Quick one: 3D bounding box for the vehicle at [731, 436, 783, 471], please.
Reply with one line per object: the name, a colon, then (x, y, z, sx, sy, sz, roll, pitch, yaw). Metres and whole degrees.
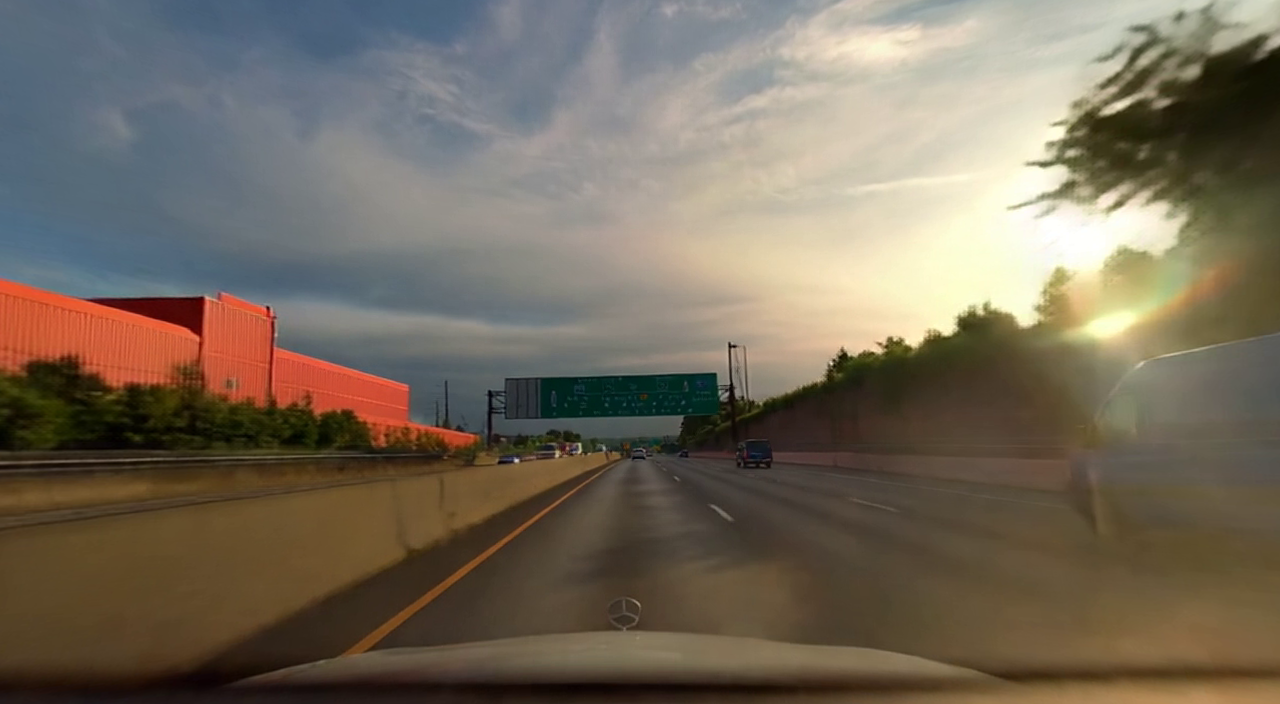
vehicle: (7.087, 6.219, 38.680, 2.156, 1.943, 5.010, 0, -9, -1)

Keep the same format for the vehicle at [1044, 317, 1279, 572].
vehicle: (7.801, 1.045, 7.104, 2.283, 2.631, 6.053, 0, -9, -1)
